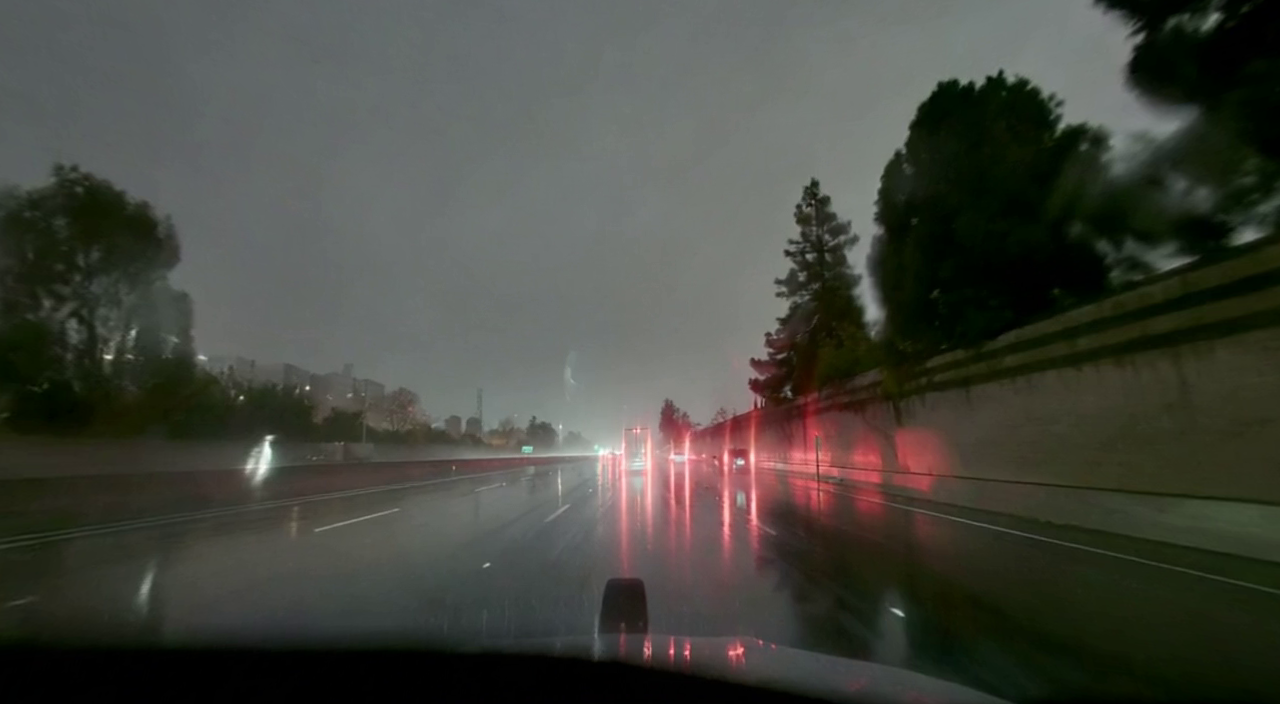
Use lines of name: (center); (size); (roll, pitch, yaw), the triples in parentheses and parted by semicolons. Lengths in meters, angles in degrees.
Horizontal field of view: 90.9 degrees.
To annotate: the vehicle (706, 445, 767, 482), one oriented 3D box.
vehicle: (4.281, 5.017, 28.680); (1.973, 1.536, 4.337); (0, -9, -1)
